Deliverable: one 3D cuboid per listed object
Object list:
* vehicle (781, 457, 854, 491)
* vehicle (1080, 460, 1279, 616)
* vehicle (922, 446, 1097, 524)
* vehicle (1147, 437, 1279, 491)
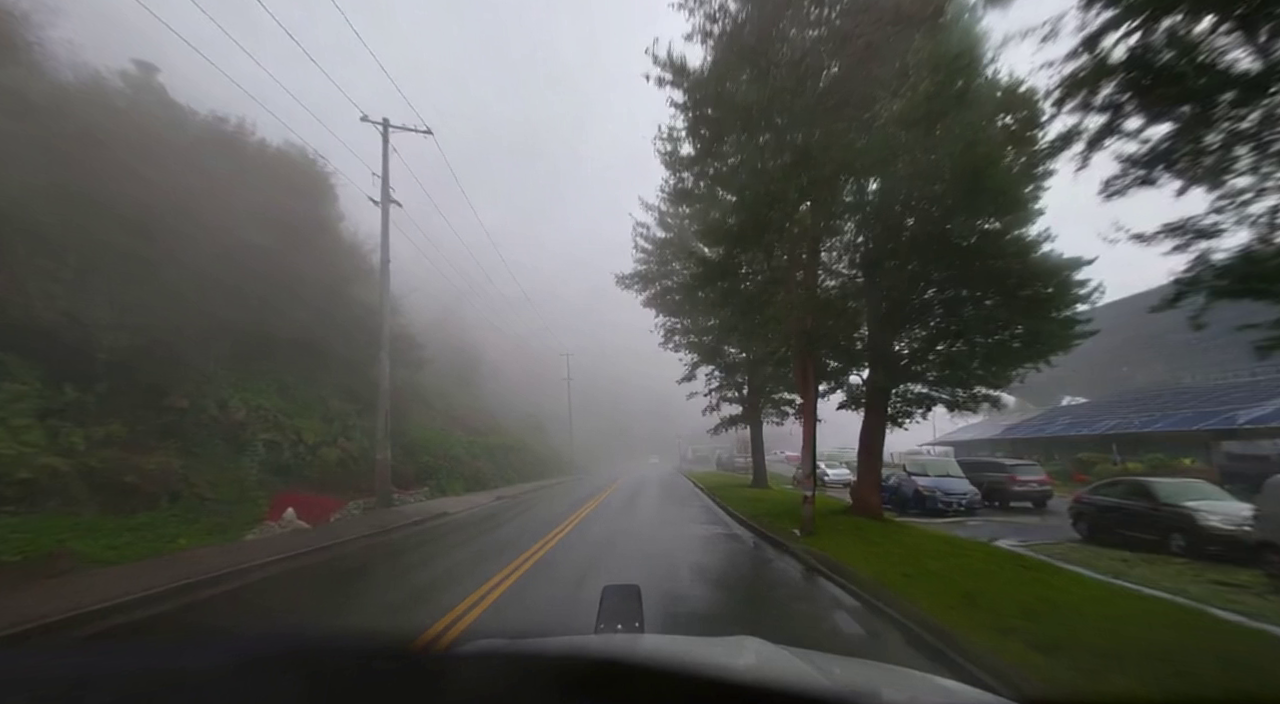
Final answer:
[{"bbox_3d":[8.378,5.775,30.068,1.981,1.471,3.636,2,-9,-9],"label":"vehicle"},{"bbox_3d":[8.433,2.390,8.544,3.441,1.404,1.744,-7,-6,0],"label":"vehicle"},{"bbox_3d":[9.192,3.231,15.703,3.519,1.503,1.912,1,-6,-22],"label":"vehicle"},{"bbox_3d":[18.460,3.500,19.954,1.807,1.547,3.443,0,-9,1],"label":"vehicle"}]
